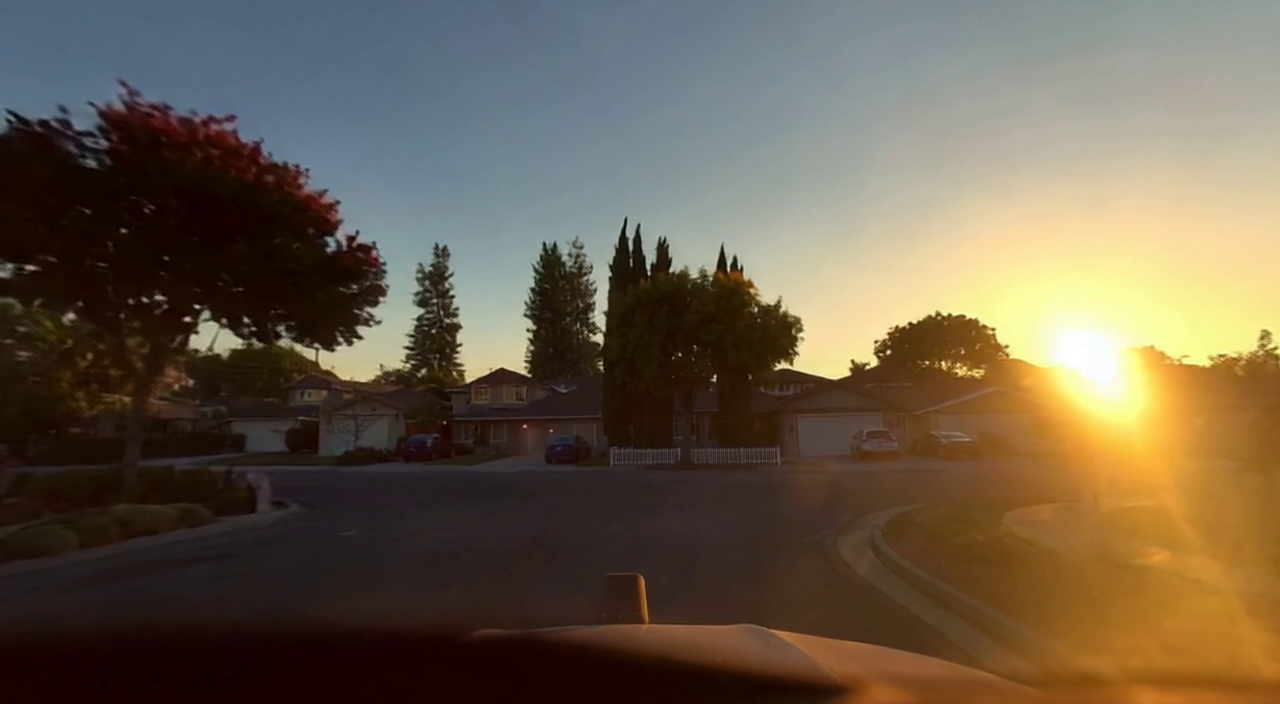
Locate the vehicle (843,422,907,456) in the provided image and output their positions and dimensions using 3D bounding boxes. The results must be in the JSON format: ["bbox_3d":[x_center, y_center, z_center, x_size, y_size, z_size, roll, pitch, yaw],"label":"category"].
[{"bbox_3d":[12.784,4.814,34.665,1.937,1.731,4.179,0,-8,1],"label":"vehicle"}]

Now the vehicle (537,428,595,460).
[{"bbox_3d":[-4.010,5.117,34.982,1.942,1.651,4.655,-2,-9,10],"label":"vehicle"}]

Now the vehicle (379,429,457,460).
[{"bbox_3d":[-13.198,5.539,37.892,1.942,1.700,4.478,-3,-9,20],"label":"vehicle"}]

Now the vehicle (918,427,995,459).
[{"bbox_3d":[16.661,4.826,33.523,1.873,1.556,4.216,0,-9,-1],"label":"vehicle"}]
